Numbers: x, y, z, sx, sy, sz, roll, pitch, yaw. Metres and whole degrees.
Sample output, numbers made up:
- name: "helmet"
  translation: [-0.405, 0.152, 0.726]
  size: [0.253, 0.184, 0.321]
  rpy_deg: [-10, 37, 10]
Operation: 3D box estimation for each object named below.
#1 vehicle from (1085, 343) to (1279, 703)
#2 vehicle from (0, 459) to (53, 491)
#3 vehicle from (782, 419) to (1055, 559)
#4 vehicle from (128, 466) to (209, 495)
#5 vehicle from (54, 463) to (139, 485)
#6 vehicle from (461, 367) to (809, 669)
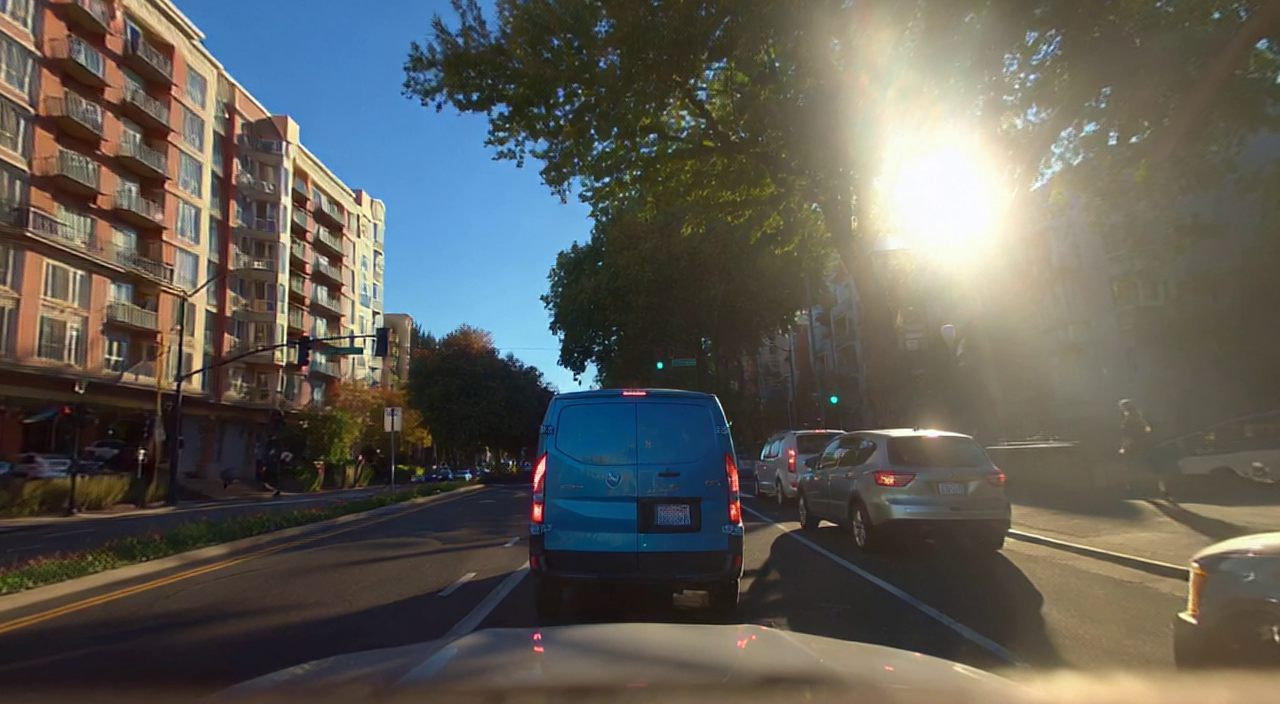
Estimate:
- name: "vehicle"
  translation: [3.814, 0.692, 1.735]
  size: [2.157, 1.748, 4.130]
  rpy_deg: [0, -9, 1]
- name: "vehicle"
  translation: [-35.489, 6.836, 35.123]
  size: [3.843, 1.680, 1.782]
  rpy_deg: [-1, -9, 3]
- name: "vehicle"
  translation: [3.923, 2.017, 10.083]
  size: [2.061, 1.676, 4.734]
  rpy_deg: [0, -9, -2]
- name: "vehicle"
  translation: [-33.243, 9.065, 44.532]
  size: [4.292, 1.492, 1.772]
  rpy_deg: [-6, -14, -1]
- name: "vehicle"
  translation: [-38.439, 8.628, 44.646]
  size: [4.396, 1.458, 1.809]
  rpy_deg: [-1, -9, 2]
- name: "vehicle"
  translation: [-0.027, 1.326, 6.048]
  size: [2.101, 1.828, 4.270]
  rpy_deg: [0, -9, 0]
